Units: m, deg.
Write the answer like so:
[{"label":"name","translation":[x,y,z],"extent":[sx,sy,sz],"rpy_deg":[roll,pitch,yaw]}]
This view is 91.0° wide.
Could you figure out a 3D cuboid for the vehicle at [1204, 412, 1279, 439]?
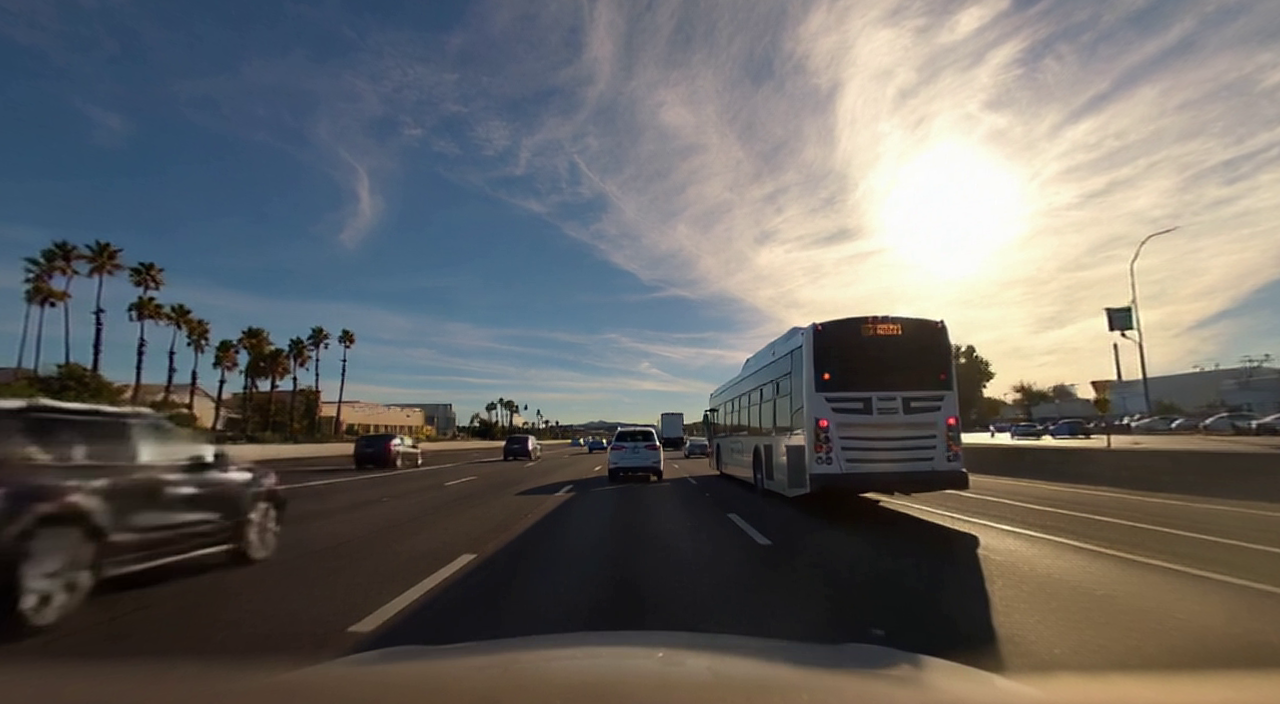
[{"label":"vehicle","translation":[41.847,5.107,43.372],"extent":[4.228,1.685,1.871],"rpy_deg":[-7,-11,40]}]

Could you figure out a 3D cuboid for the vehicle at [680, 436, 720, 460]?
[{"label":"vehicle","translation":[3.869,6.332,41.591],"extent":[2.039,1.516,4.521],"rpy_deg":[0,-9,-2]}]

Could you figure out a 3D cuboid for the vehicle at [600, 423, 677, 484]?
[{"label":"vehicle","translation":[-0.009,3.317,20.721],"extent":[2.268,1.796,4.280],"rpy_deg":[0,-9,1]}]

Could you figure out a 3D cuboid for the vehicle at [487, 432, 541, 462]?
[{"label":"vehicle","translation":[-7.745,5.927,39.157],"extent":[2.291,1.729,4.879],"rpy_deg":[0,-9,1]}]

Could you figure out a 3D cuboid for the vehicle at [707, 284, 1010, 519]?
[{"label":"vehicle","translation":[4.062,1.780,16.767],"extent":[3.020,3.622,14.302],"rpy_deg":[0,-9,0]}]

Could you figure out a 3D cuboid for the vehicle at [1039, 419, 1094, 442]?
[{"label":"vehicle","translation":[33.451,6.214,49.508],"extent":[1.859,1.638,4.161],"rpy_deg":[-1,-9,8]}]

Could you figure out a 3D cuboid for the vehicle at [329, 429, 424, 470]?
[{"label":"vehicle","translation":[-12.363,4.639,29.984],"extent":[2.332,1.748,4.897],"rpy_deg":[0,-9,0]}]

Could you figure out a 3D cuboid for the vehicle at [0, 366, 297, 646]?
[{"label":"vehicle","translation":[-5.117,1.120,4.923],"extent":[2.100,1.765,4.743],"rpy_deg":[0,-9,1]}]

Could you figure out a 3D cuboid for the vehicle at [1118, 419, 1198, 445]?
[{"label":"vehicle","translation":[32.158,5.029,39.244],"extent":[1.795,1.481,3.986],"rpy_deg":[-1,-9,4]}]
